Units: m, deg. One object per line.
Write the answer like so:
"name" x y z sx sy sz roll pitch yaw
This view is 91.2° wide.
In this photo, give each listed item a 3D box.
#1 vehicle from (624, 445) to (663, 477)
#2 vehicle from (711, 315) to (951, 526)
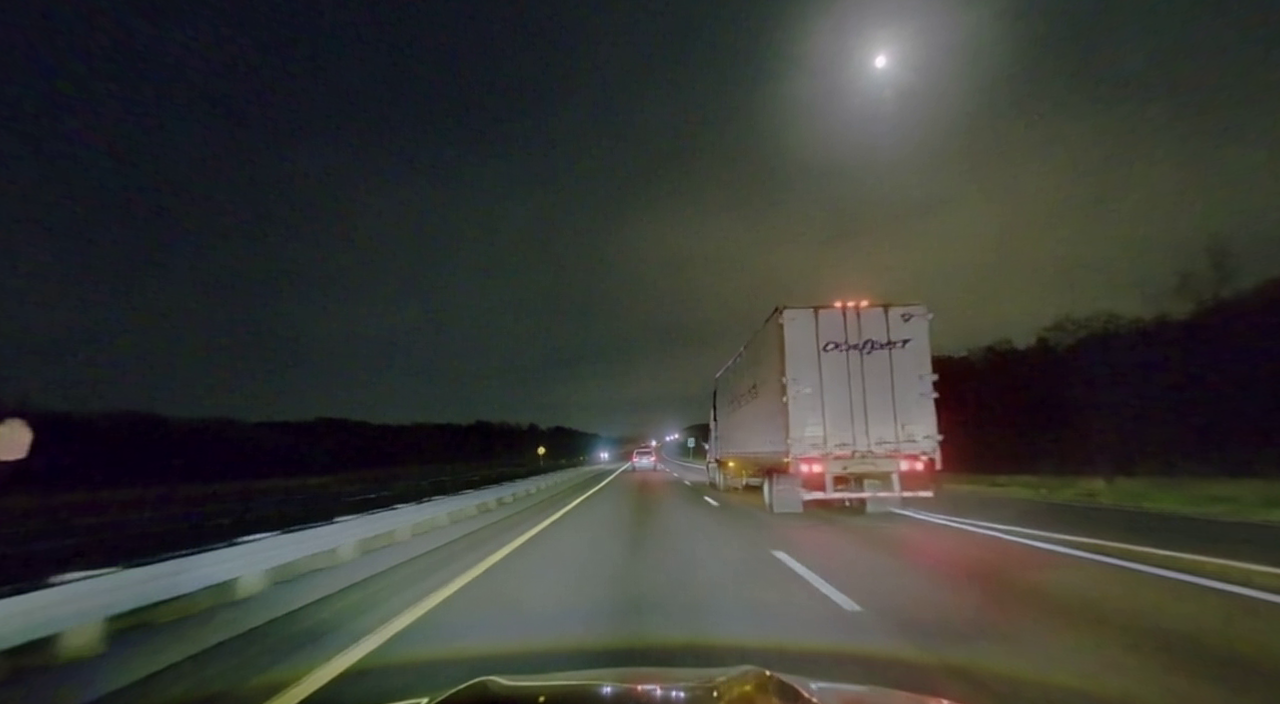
"vehicle" 0.242 6.364 36.845 2.160 1.691 4.243 -1 -9 1
"vehicle" 4.686 2.472 20.086 3.167 4.180 14.924 2 -9 1
